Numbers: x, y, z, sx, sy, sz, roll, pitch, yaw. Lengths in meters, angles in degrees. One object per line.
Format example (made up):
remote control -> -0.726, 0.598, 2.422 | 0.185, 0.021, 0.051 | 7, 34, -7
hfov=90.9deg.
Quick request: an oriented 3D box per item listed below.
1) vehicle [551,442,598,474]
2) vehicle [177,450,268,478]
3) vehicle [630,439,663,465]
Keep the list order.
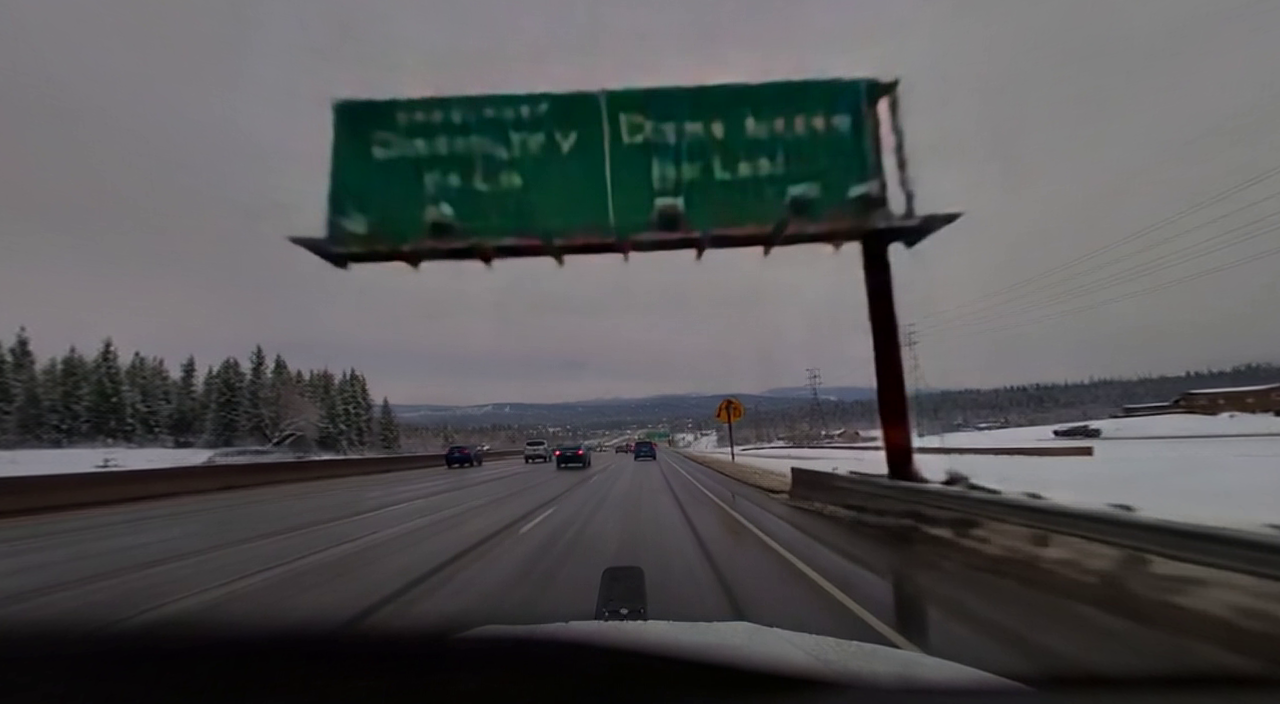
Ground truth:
vehicle -> -3.387, 5.560, 33.316 | 1.967, 1.517, 4.808 | 0, -8, 0
vehicle -> -28.076, 7.496, 42.711 | 2.224, 1.702, 5.576 | -1, -8, 1
vehicle -> 0.417, 7.010, 44.452 | 2.194, 1.737, 4.127 | 0, -8, 0
